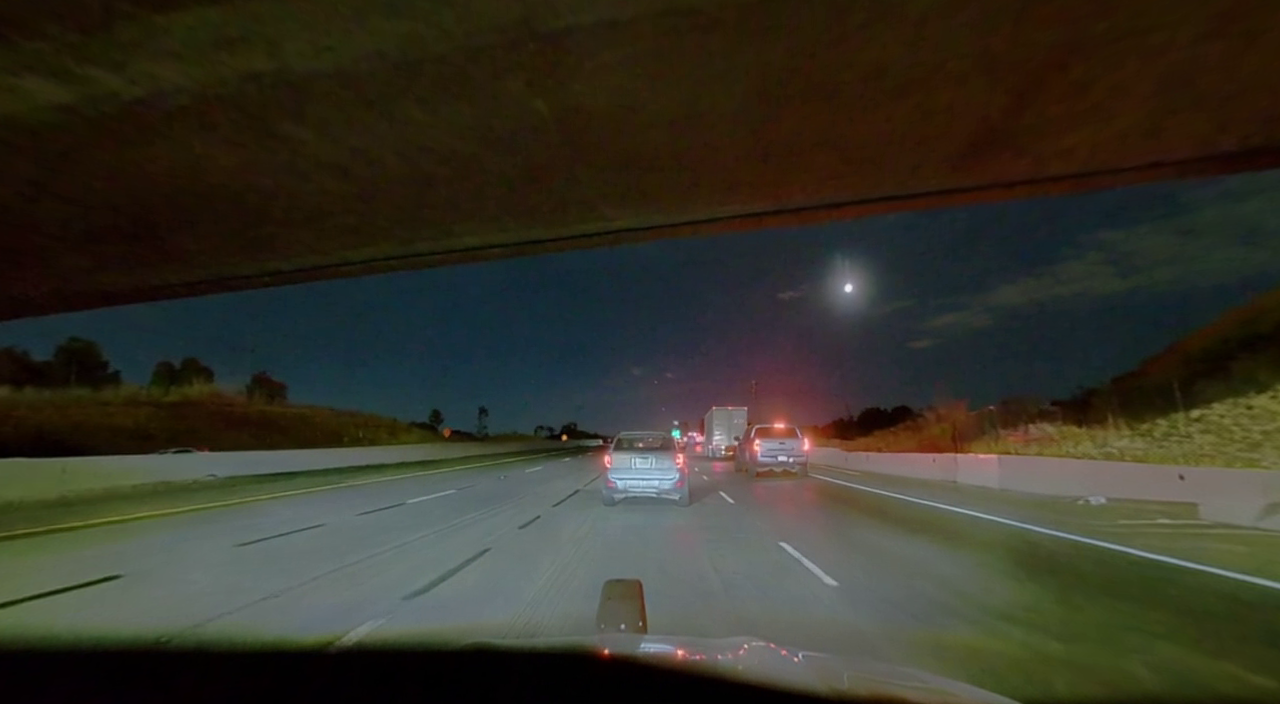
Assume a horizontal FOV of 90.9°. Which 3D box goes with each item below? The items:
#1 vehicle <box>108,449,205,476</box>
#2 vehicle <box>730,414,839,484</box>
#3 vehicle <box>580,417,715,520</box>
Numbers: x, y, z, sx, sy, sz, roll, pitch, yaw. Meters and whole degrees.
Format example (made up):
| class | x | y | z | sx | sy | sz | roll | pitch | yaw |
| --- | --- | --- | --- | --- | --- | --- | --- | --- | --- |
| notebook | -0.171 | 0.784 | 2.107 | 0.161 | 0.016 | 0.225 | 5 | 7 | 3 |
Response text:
| class | x | y | z | sx | sy | sz | roll | pitch | yaw |
| --- | --- | --- | --- | --- | --- | --- | --- | --- | --- |
| vehicle | -34.158 | 7.802 | 44.792 | 1.965 | 1.698 | 5.574 | -2 | -8 | 7 |
| vehicle | 4.462 | 3.154 | 20.621 | 2.311 | 1.922 | 5.977 | -1 | -8 | 2 |
| vehicle | 0.156 | 2.199 | 12.307 | 2.193 | 1.651 | 3.946 | -1 | -8 | 1 |
